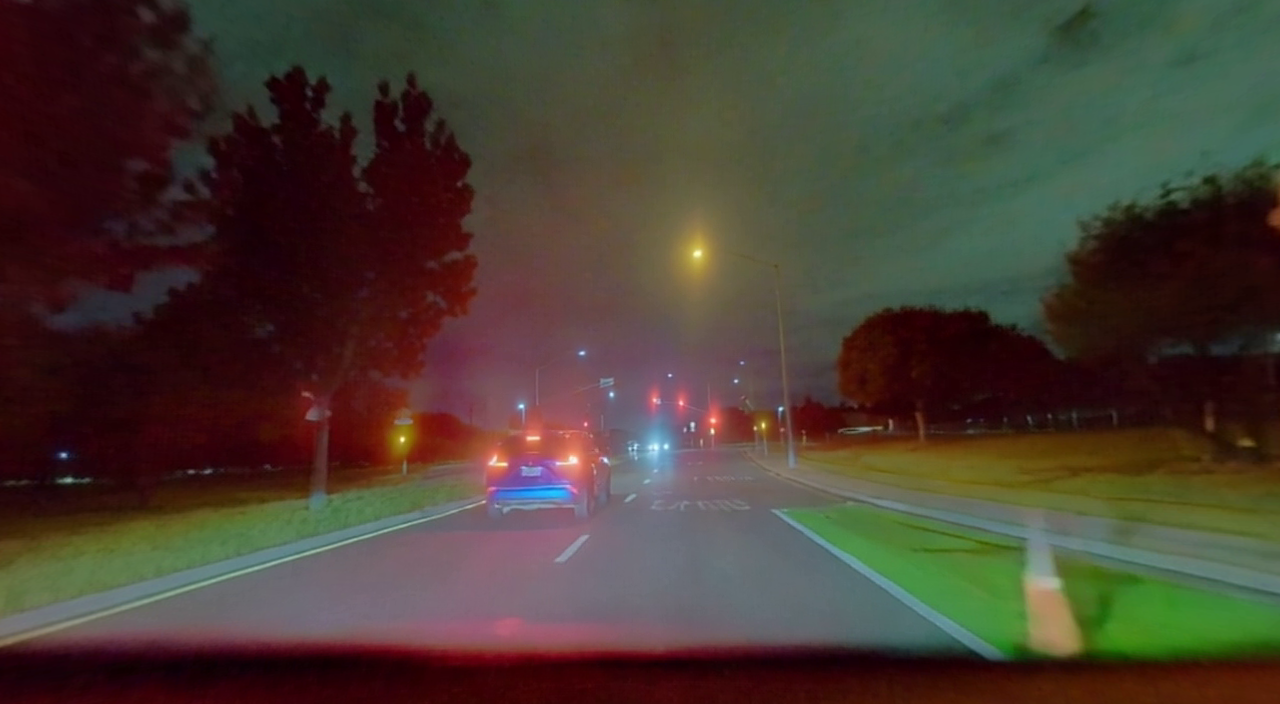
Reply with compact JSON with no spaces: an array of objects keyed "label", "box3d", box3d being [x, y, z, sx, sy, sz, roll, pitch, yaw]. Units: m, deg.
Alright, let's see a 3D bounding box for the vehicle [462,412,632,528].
[{"label":"vehicle","box3d":[-1.587,2.276,12.659,2.339,1.790,4.629,-3,-9,4]}]
